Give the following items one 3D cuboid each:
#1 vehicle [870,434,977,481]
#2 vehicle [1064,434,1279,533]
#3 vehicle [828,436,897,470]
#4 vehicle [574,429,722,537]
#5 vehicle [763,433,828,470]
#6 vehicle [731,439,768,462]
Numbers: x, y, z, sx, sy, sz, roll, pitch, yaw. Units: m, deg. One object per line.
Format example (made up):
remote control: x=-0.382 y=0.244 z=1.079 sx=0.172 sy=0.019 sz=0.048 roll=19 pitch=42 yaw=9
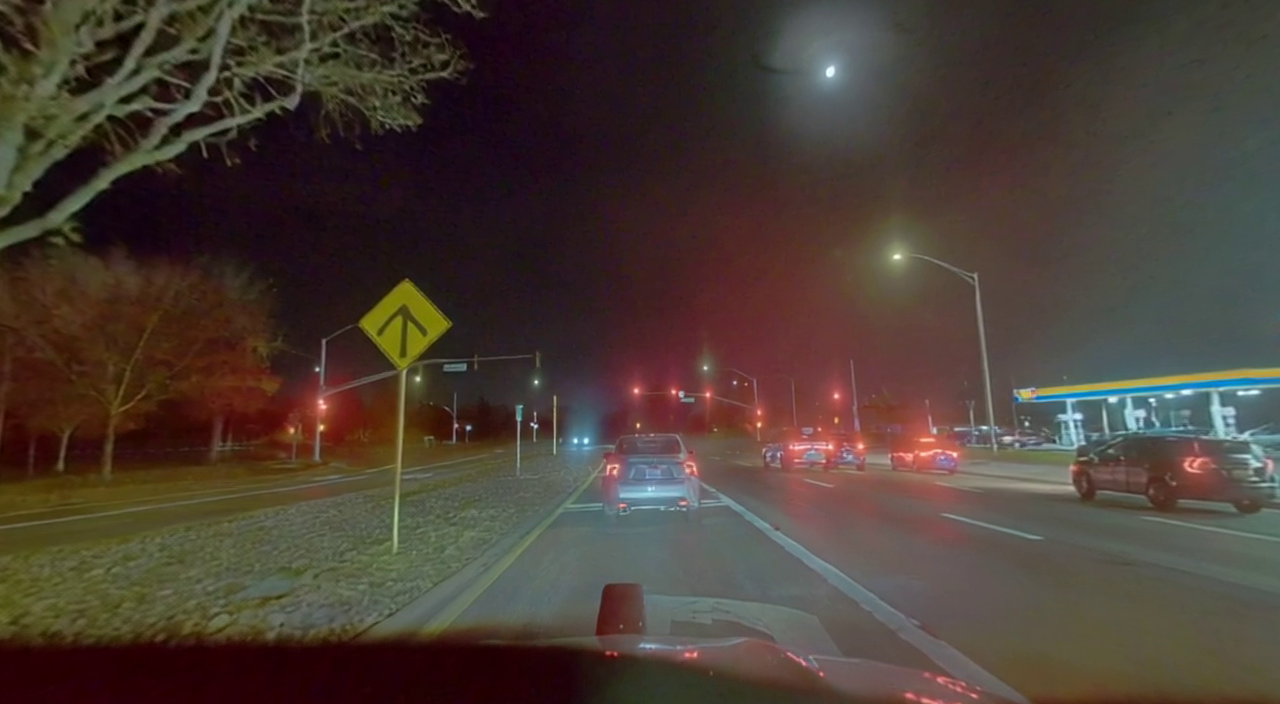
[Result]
vehicle: x=10.680 y=4.009 z=24.193 sx=1.976 sy=1.584 sz=4.516 roll=0 pitch=-9 yaw=0
vehicle: x=10.596 y=2.345 z=11.918 sx=1.880 sy=1.472 sz=4.694 roll=0 pitch=-9 yaw=0
vehicle: x=11.173 y=5.091 z=31.999 sx=1.846 sy=1.595 sz=4.409 roll=0 pitch=-9 yaw=-1
vehicle: x=0.073 y=2.127 z=10.822 sx=2.032 sy=1.461 sz=4.173 roll=0 pitch=-9 yaw=-1
vehicle: x=7.695 y=4.954 z=31.596 sx=1.991 sy=1.695 sz=4.357 roll=0 pitch=-9 yaw=-2
vehicle: x=7.275 y=6.595 z=42.256 sx=1.716 sy=1.400 sz=3.921 roll=0 pitch=-9 yaw=-1
